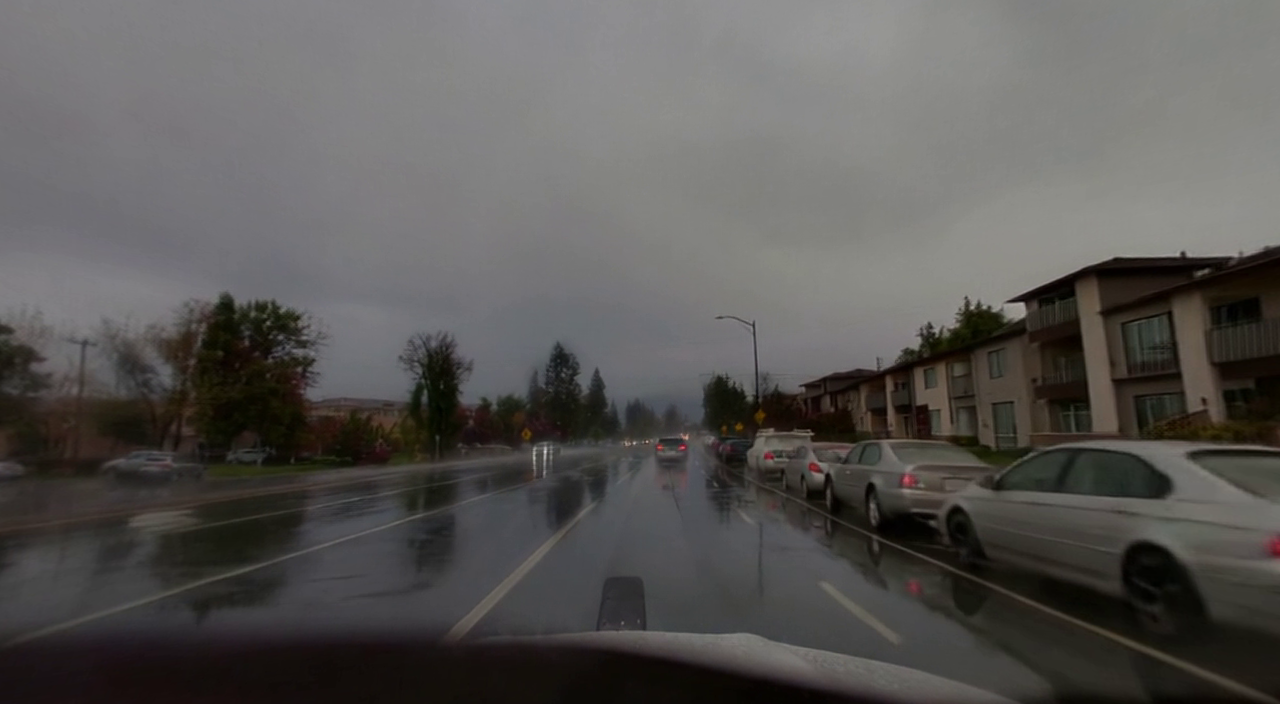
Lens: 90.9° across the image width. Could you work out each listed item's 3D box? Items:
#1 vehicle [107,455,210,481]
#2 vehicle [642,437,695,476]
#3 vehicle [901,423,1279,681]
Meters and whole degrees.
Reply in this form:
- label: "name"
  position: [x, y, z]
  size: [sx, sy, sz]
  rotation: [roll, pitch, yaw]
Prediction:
- label: "vehicle"
  position: [-29.630, 7.146, 38.904]
  size: [4.591, 1.468, 1.805]
  rotation: [1, -9, -9]
- label: "vehicle"
  position: [1.171, 4.313, 26.170]
  size: [2.011, 1.480, 4.170]
  rotation: [-1, -8, 2]
- label: "vehicle"
  position: [4.464, 1.462, 5.816]
  size: [1.855, 1.445, 4.895]
  rotation: [0, -8, -2]
